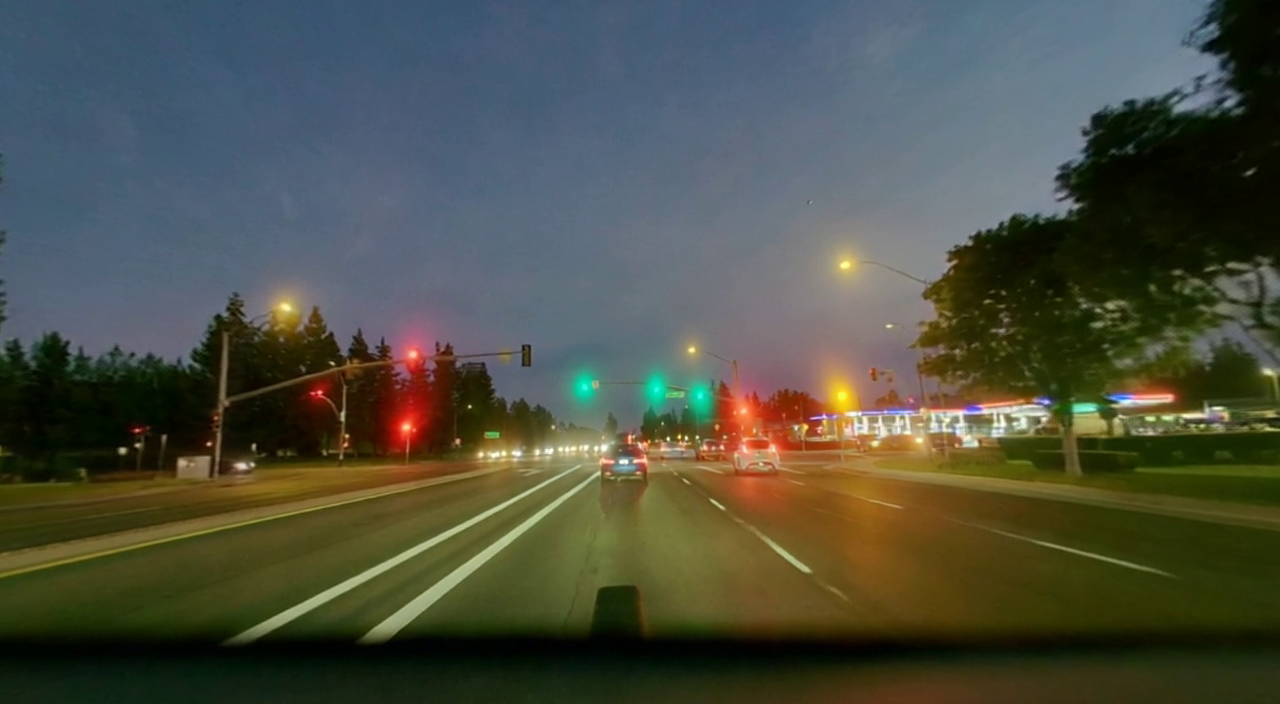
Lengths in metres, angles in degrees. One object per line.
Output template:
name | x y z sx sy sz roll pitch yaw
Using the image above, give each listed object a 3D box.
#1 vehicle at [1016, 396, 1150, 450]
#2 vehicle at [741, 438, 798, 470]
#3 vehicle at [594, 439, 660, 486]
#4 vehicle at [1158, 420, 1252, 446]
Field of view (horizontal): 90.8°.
vehicle | 29.059 4.855 42.043 2.940 3.265 7.968 0 -9 -1
vehicle | 6.388 5.097 31.685 1.890 1.489 4.396 0 -8 -1
vehicle | -0.399 3.715 21.540 2.040 1.451 3.736 0 -8 0
vehicle | 37.653 5.471 42.243 1.879 1.650 4.496 1 -9 -5
